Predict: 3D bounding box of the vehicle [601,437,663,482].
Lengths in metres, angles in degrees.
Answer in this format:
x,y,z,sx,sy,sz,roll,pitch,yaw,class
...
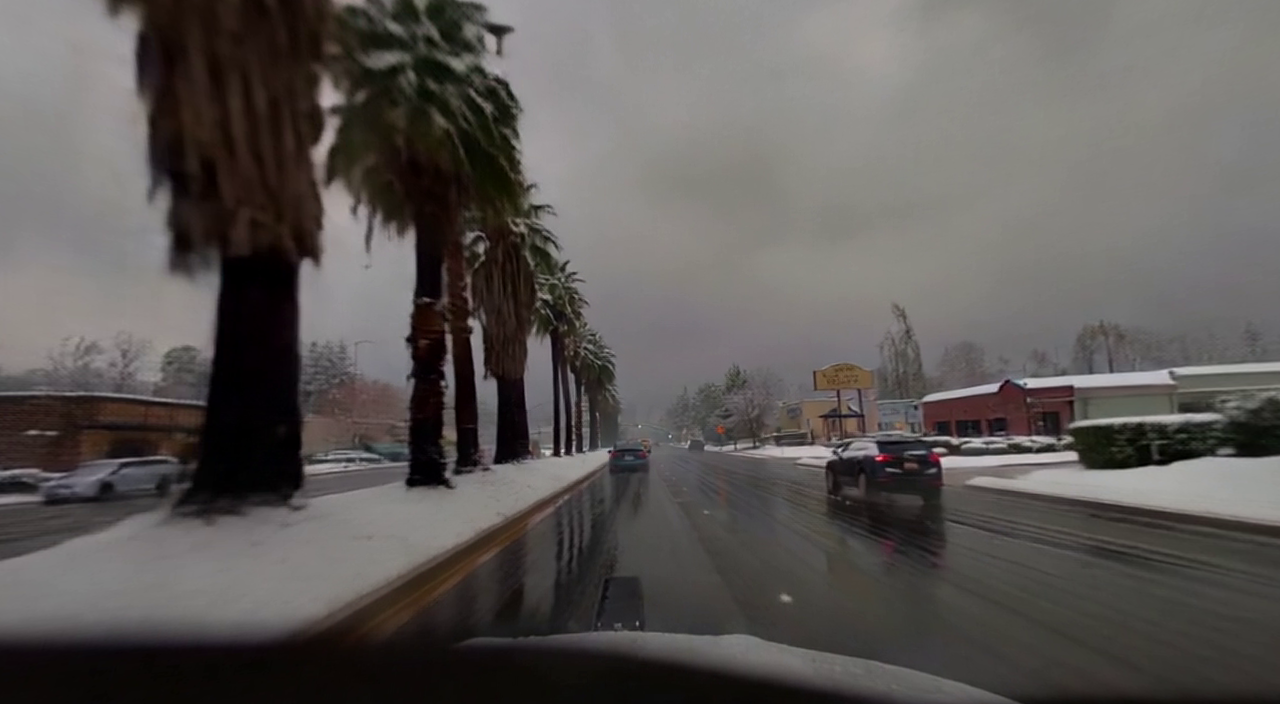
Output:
x,y,z,sx,sy,sz,roll,pitch,yaw,class
-0.308,3.998,23.734,2.106,1.496,3.964,0,-9,-1,vehicle

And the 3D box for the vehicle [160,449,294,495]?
x,y,z,sx,sy,sz,roll,pitch,yaw,class
-14.986,4.339,23.274,2.015,1.509,4.295,0,-9,0,vehicle

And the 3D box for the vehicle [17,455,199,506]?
x,y,z,sx,sy,sz,roll,pitch,yaw,class
-18.461,4.420,22.243,1.968,1.524,4.390,-3,-9,20,vehicle

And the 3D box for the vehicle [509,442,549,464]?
x,y,z,sx,sy,sz,roll,pitch,yaw,class
-8.367,7.663,48.137,2.049,1.543,5.131,0,-9,0,vehicle

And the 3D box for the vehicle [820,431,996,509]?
x,y,z,sx,sy,sz,roll,pitch,yaw,class
6.319,2.842,15.677,2.244,1.618,4.585,0,-9,-1,vehicle
